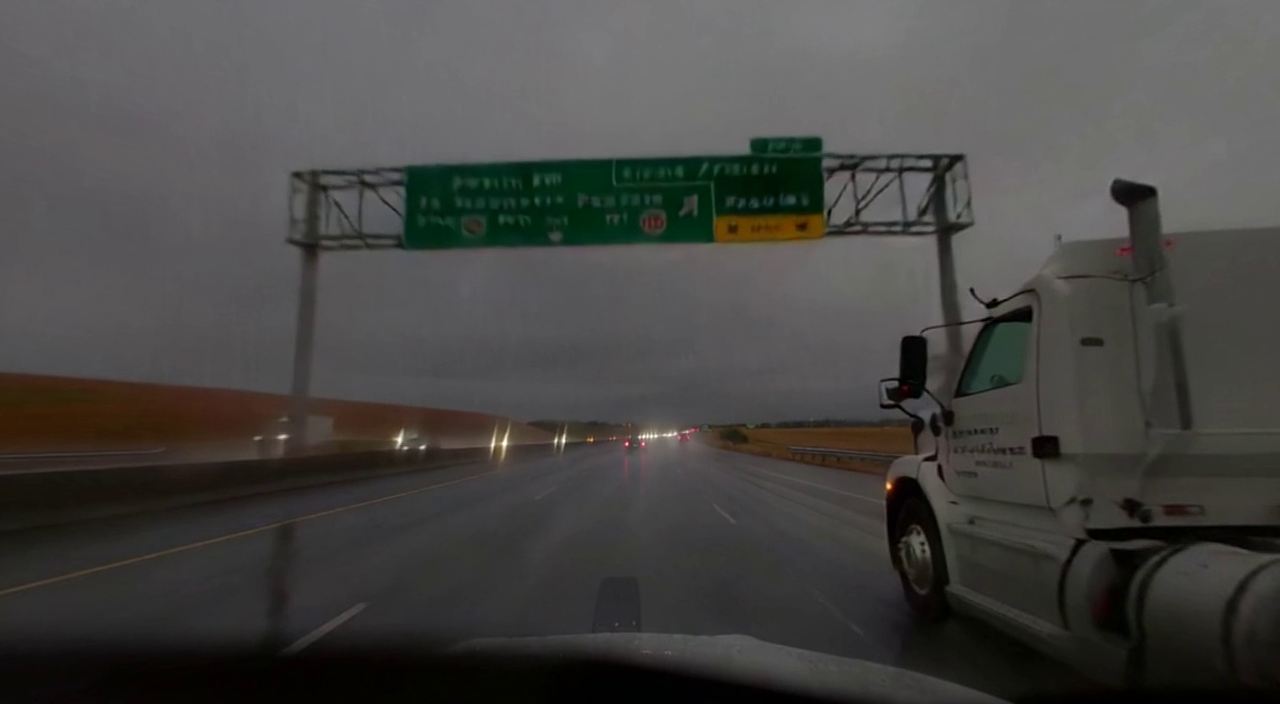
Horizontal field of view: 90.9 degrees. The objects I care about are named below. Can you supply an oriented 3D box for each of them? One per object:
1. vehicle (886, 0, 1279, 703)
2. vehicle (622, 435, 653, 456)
[{"bbox_3d":[3.698,-0.181,2.003,3.222,3.915,6.030,0,-8,-1],"label":"vehicle"},{"bbox_3d":[-0.178,6.964,46.867,2.140,1.475,3.969,0,-8,0],"label":"vehicle"}]
